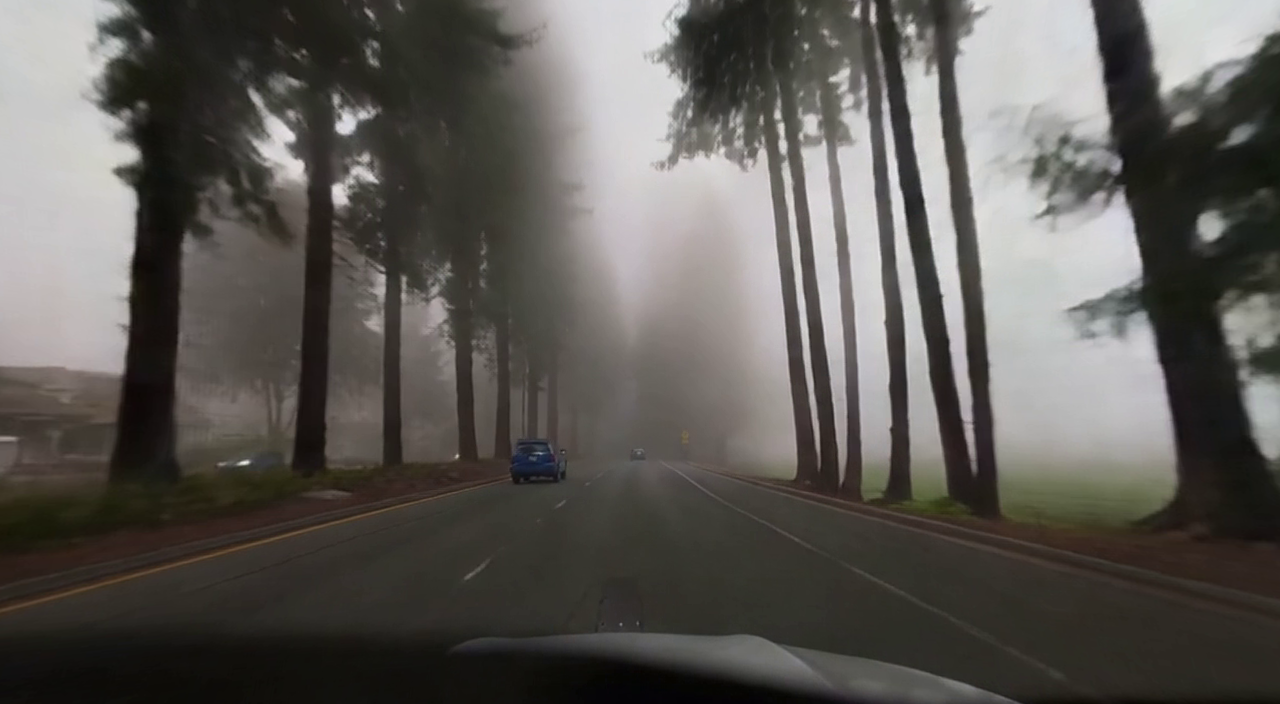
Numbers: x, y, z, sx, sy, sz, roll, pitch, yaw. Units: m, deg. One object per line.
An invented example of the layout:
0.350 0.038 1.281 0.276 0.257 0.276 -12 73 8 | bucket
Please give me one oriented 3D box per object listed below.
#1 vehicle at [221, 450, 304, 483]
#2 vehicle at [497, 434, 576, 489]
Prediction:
-21.240 6.442 35.795 1.897 1.690 4.492 0 -8 0 | vehicle
-3.602 3.886 22.742 2.078 1.748 4.279 0 -8 0 | vehicle
